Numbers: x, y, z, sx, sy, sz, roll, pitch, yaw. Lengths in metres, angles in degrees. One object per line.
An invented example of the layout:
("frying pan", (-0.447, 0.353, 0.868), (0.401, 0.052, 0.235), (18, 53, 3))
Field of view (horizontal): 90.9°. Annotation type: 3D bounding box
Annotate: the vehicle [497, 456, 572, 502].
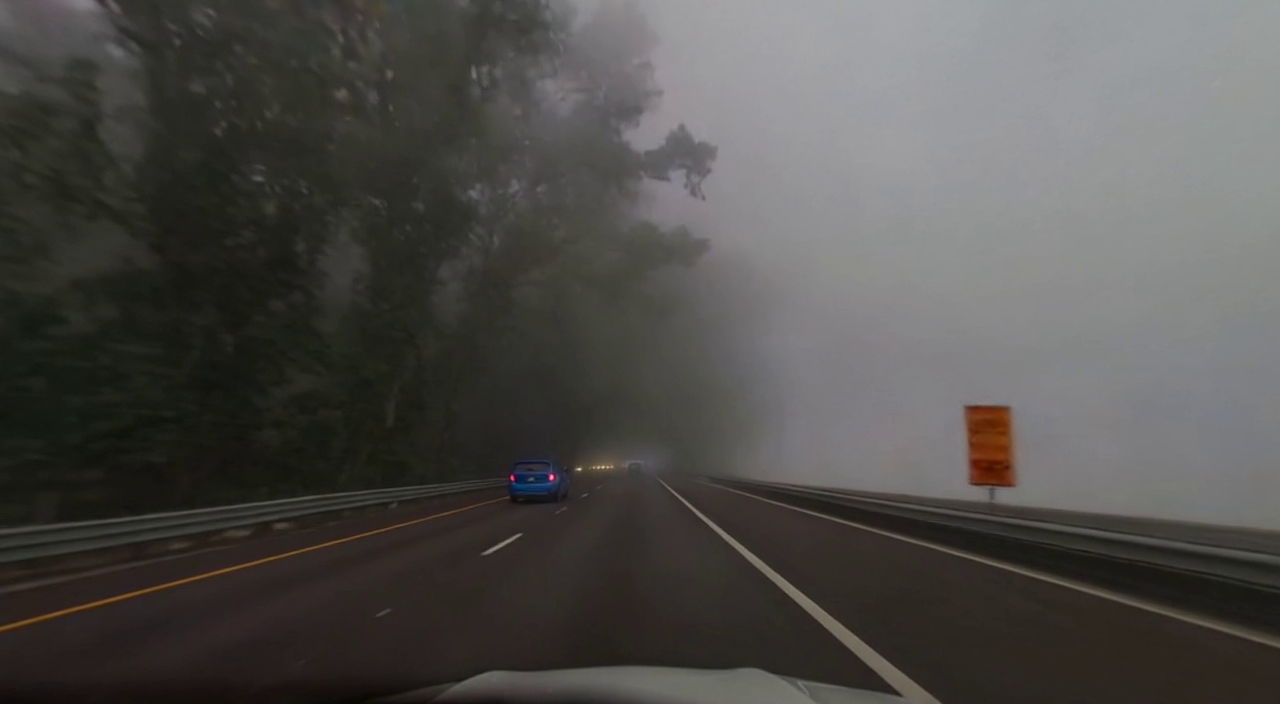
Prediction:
("vehicle", (-3.946, 4.860, 24.321), (2.081, 1.586, 4.245), (0, -10, 1))
